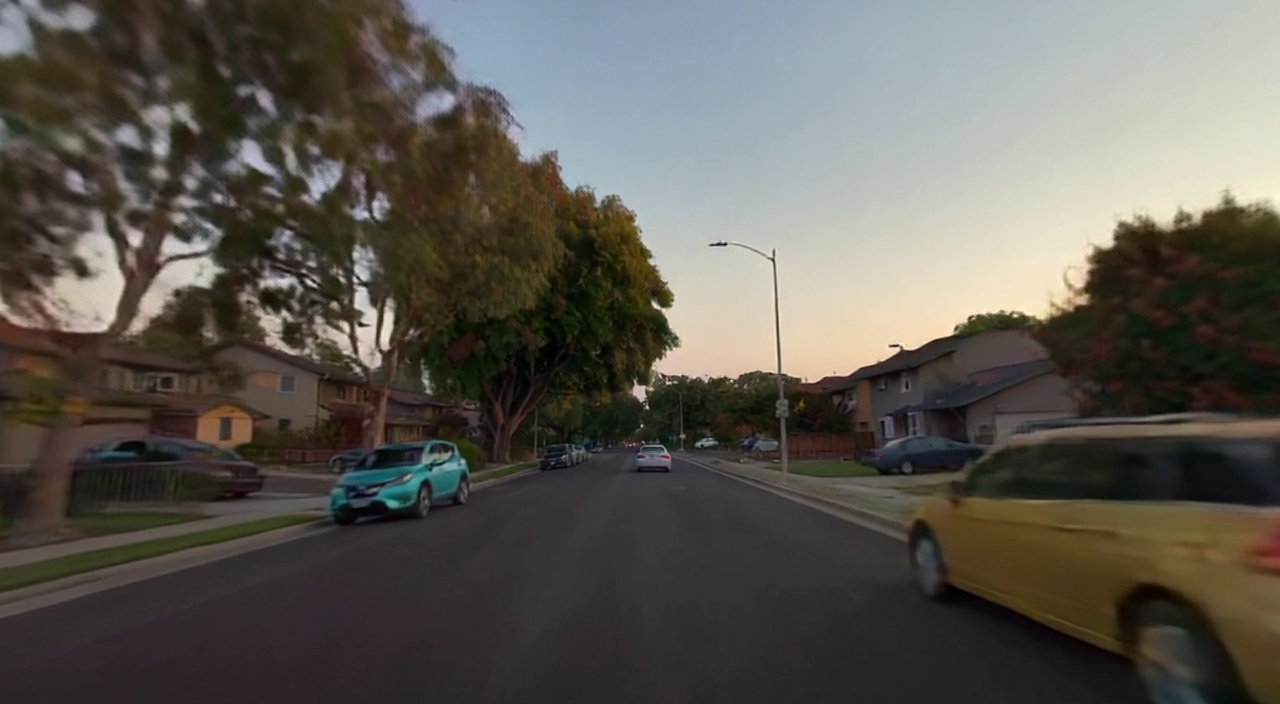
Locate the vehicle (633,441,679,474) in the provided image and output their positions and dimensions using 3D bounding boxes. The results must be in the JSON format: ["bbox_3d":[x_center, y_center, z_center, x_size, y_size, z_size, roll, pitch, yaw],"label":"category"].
[{"bbox_3d":[0.703,4.919,29.738,2.000,1.449,4.006,0,-8,0],"label":"vehicle"}]

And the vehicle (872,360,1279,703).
[{"bbox_3d":[3.451,1.182,4.477,1.978,1.690,4.306,0,-8,0],"label":"vehicle"}]

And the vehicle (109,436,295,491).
[{"bbox_3d":[-12.849,3.270,18.732,4.129,1.523,1.839,0,-8,2],"label":"vehicle"}]

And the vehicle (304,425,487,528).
[{"bbox_3d":[-5.144,2.651,14.213,2.126,1.816,4.796,-3,-8,1],"label":"vehicle"}]
